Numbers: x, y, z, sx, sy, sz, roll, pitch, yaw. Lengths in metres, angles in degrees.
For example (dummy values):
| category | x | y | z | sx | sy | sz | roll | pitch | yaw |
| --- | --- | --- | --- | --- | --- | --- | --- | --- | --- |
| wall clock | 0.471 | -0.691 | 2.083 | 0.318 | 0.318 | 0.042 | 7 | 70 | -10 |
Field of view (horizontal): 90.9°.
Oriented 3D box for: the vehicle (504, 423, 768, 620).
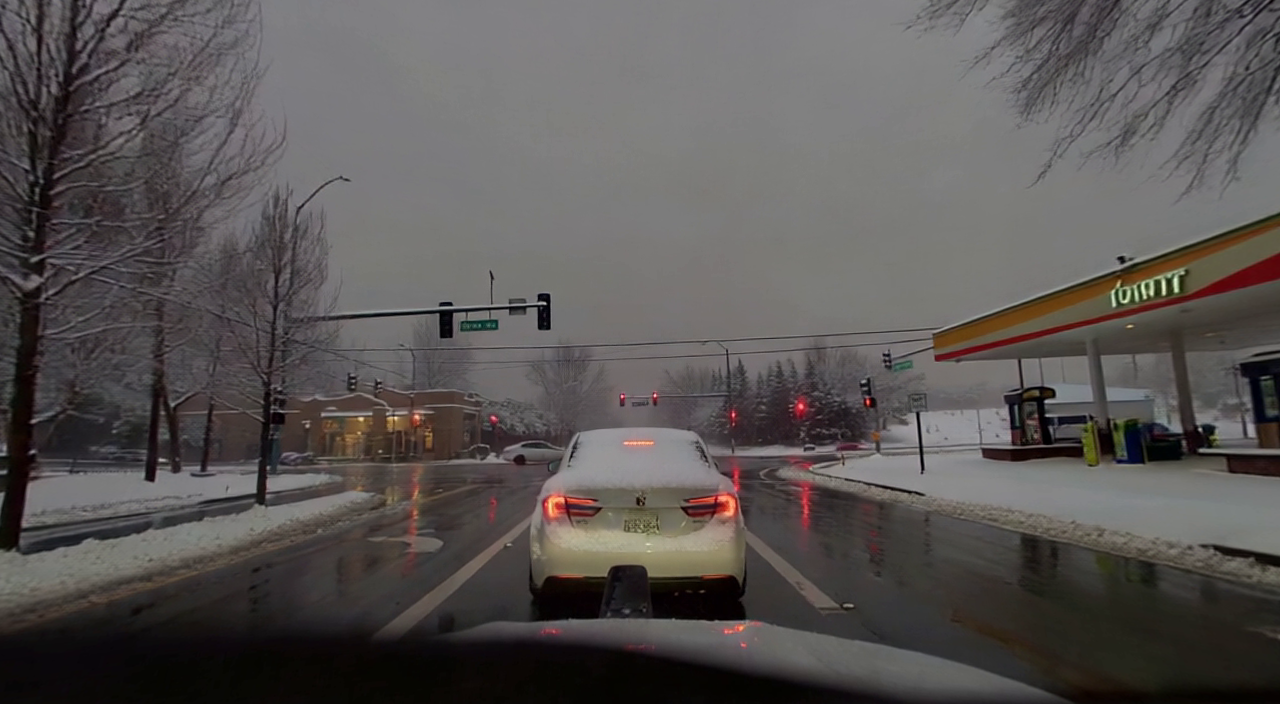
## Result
| category | x | y | z | sx | sy | sz | roll | pitch | yaw |
| --- | --- | --- | --- | --- | --- | --- | --- | --- | --- |
| vehicle | -0.039 | 1.595 | 6.911 | 2.010 | 1.482 | 4.057 | 0 | -8 | 0 |

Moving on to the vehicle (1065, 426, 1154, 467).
| category | x | y | z | sx | sy | sz | roll | pitch | yaw |
| --- | --- | --- | --- | --- | --- | --- | --- | --- | --- |
| vehicle | 18.566 | 3.718 | 24.859 | 4.091 | 1.495 | 2.053 | 8 | -12 | -44 |

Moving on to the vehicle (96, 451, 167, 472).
| category | x | y | z | sx | sy | sz | roll | pitch | yaw |
| --- | --- | --- | --- | --- | --- | --- | --- | --- | --- |
| vehicle | -38.615 | 8.299 | 47.915 | 3.975 | 1.563 | 1.755 | -1 | -8 | 5 |
